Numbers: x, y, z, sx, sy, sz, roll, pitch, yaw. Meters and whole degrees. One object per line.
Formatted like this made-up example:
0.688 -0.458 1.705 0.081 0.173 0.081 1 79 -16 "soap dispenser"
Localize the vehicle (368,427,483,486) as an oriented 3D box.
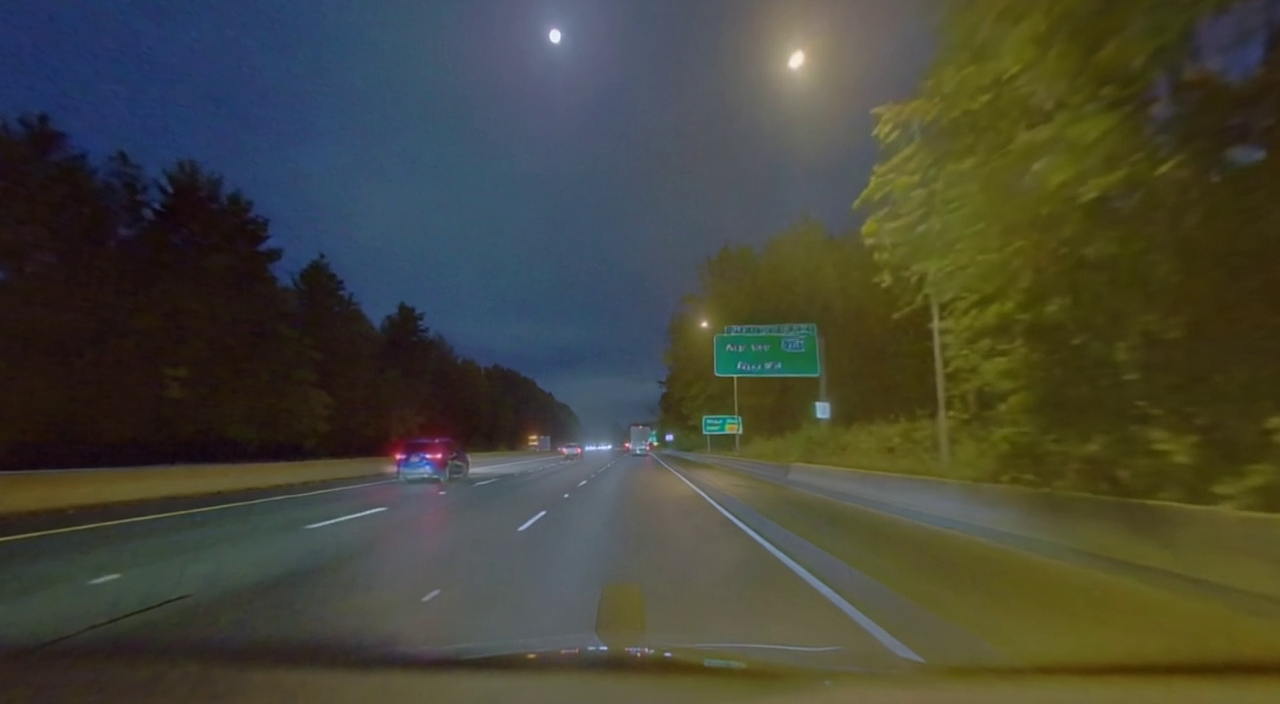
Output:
-7.214 3.577 21.819 2.253 1.815 4.618 0 -9 1 "vehicle"
